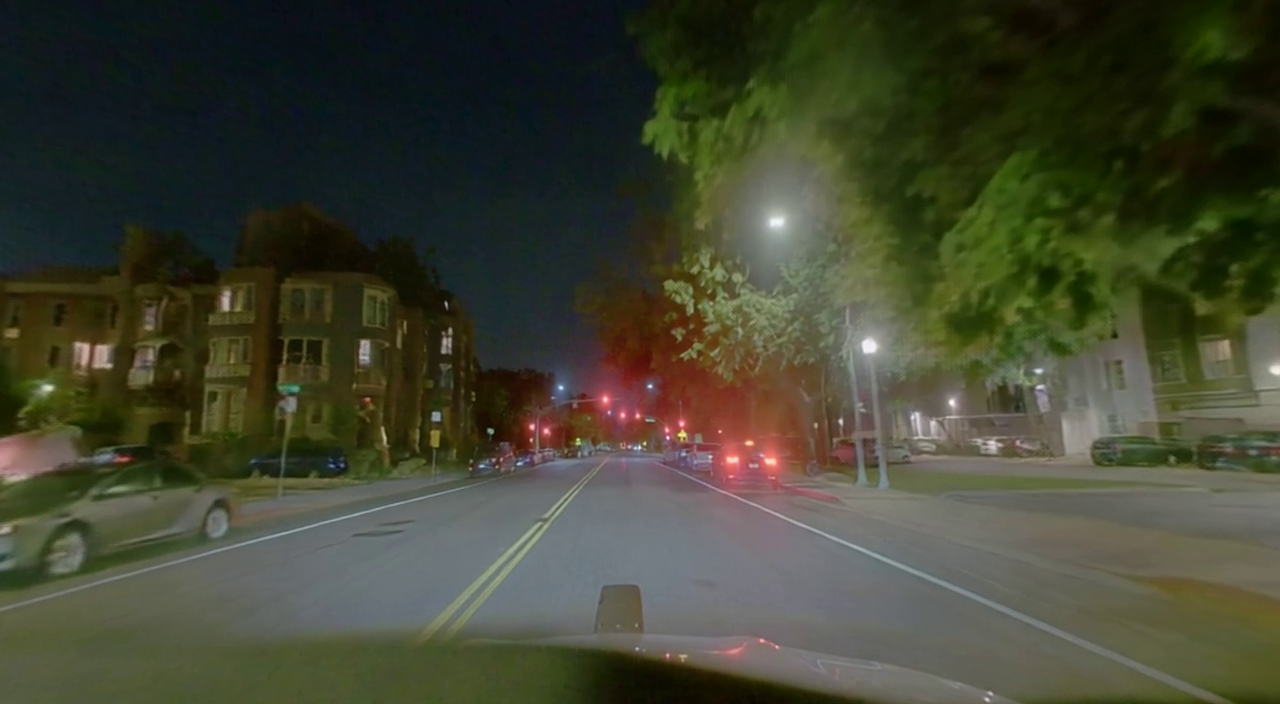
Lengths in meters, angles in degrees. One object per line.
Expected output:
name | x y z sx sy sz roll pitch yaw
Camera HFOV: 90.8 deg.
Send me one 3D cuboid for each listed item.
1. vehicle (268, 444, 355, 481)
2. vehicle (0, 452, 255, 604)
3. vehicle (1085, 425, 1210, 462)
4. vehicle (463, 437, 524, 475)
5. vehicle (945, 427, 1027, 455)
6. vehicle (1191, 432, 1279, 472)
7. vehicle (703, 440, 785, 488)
vehicle | -14.889 5.010 28.882 1.848 1.562 3.827 0 -8 1
vehicle | -7.331 2.061 8.221 1.954 1.430 4.395 0 -8 -2
vehicle | 24.778 4.500 30.961 4.213 1.644 2.105 -2 -9 1
vehicle | -8.398 6.002 36.826 2.420 2.004 5.615 0 -8 -2
vehicle | 24.317 6.313 44.473 4.476 1.795 2.055 -1 -9 -2
vehicle | 24.924 4.011 25.381 3.711 1.539 1.901 0 -8 -1
vehicle | 3.643 4.009 22.955 1.955 1.536 4.395 0 -8 -4
